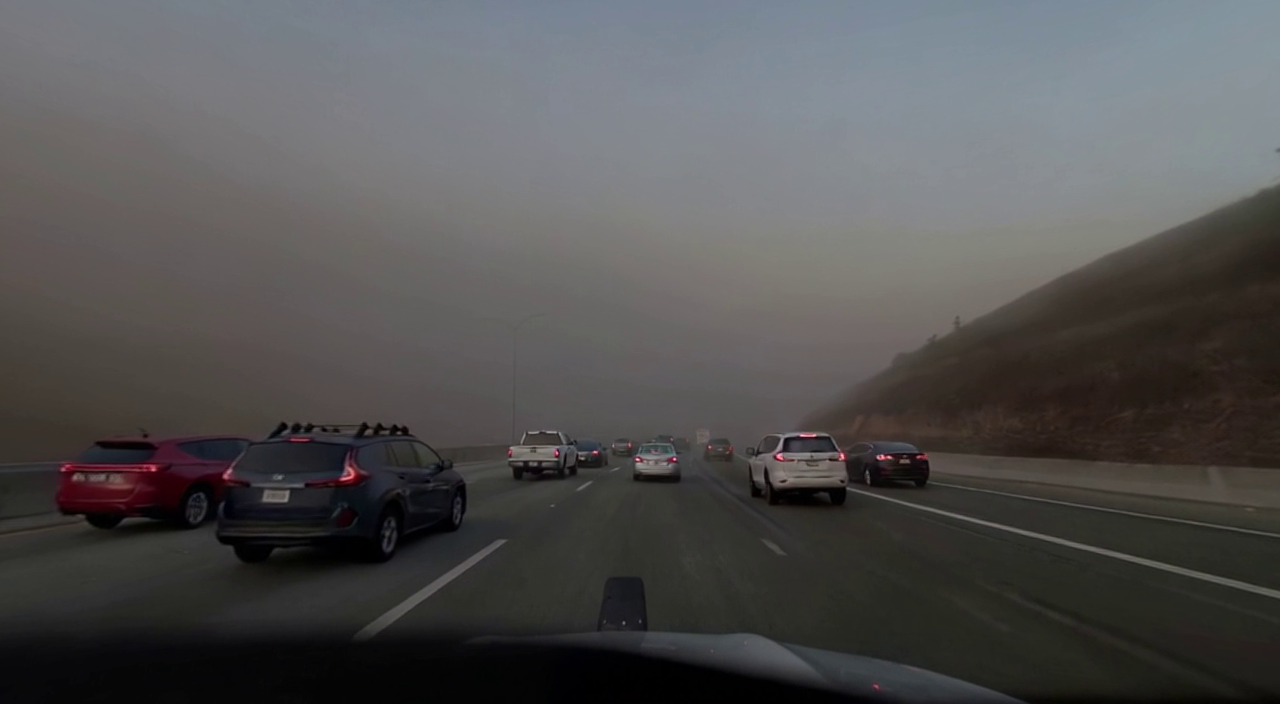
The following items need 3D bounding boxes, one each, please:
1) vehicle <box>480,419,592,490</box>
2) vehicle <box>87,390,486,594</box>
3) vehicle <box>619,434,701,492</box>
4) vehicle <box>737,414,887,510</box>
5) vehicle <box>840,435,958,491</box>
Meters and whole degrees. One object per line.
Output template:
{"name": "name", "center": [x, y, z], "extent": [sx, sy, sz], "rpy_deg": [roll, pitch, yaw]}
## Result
{"name": "vehicle", "center": [-2.997, 3.141, 19.647], "extent": [2.301, 1.902, 5.374], "rpy_deg": [-1, -8, 3]}
{"name": "vehicle", "center": [-3.568, 1.510, 7.643], "extent": [2.179, 1.723, 4.410], "rpy_deg": [0, -8, 1]}
{"name": "vehicle", "center": [0.588, 3.163, 18.366], "extent": [2.105, 1.471, 4.349], "rpy_deg": [0, -8, 2]}
{"name": "vehicle", "center": [3.566, 2.376, 14.068], "extent": [2.046, 1.765, 4.534], "rpy_deg": [0, -8, 0]}
{"name": "vehicle", "center": [7.536, 3.256, 18.843], "extent": [1.846, 1.469, 4.166], "rpy_deg": [0, -8, 1]}
